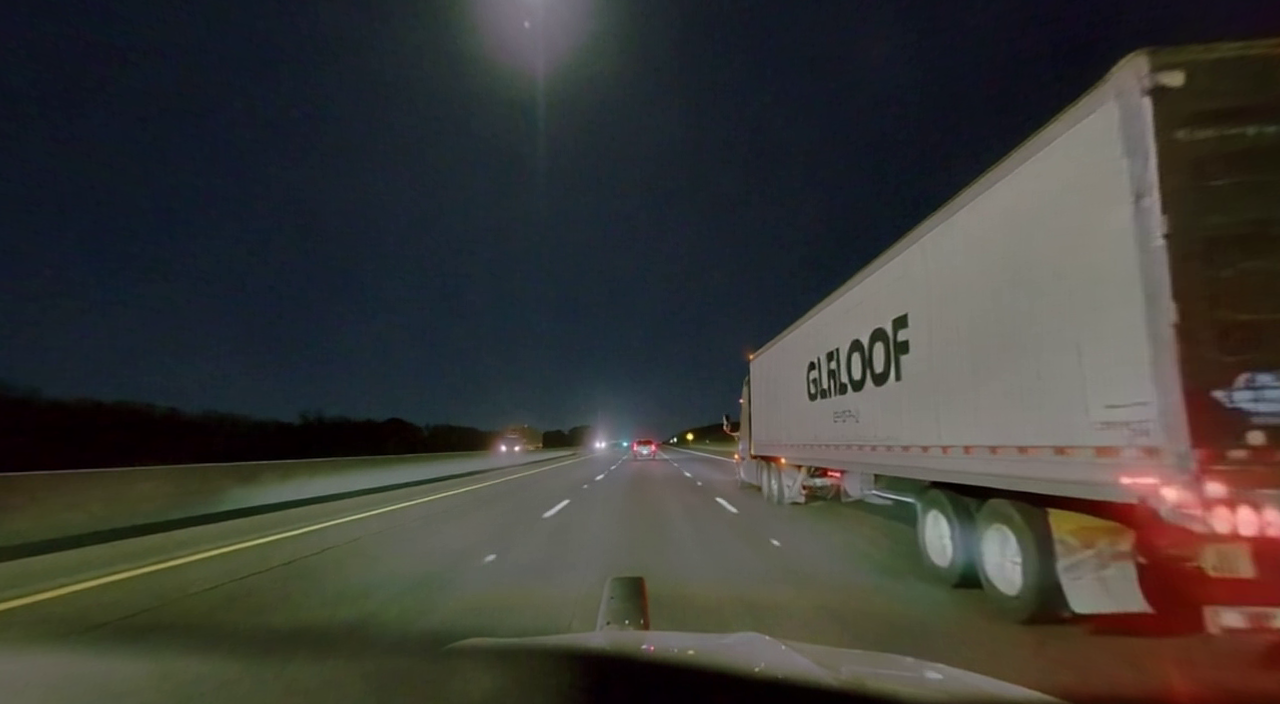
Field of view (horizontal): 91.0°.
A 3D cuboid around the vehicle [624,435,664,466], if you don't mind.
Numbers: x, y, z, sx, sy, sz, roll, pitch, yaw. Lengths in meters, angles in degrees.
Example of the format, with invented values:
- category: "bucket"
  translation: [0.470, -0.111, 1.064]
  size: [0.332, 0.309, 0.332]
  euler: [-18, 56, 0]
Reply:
- category: "vehicle"
  translation: [0.228, 5.619, 35.942]
  size: [2.111, 1.635, 4.177]
  euler: [0, -8, 0]
